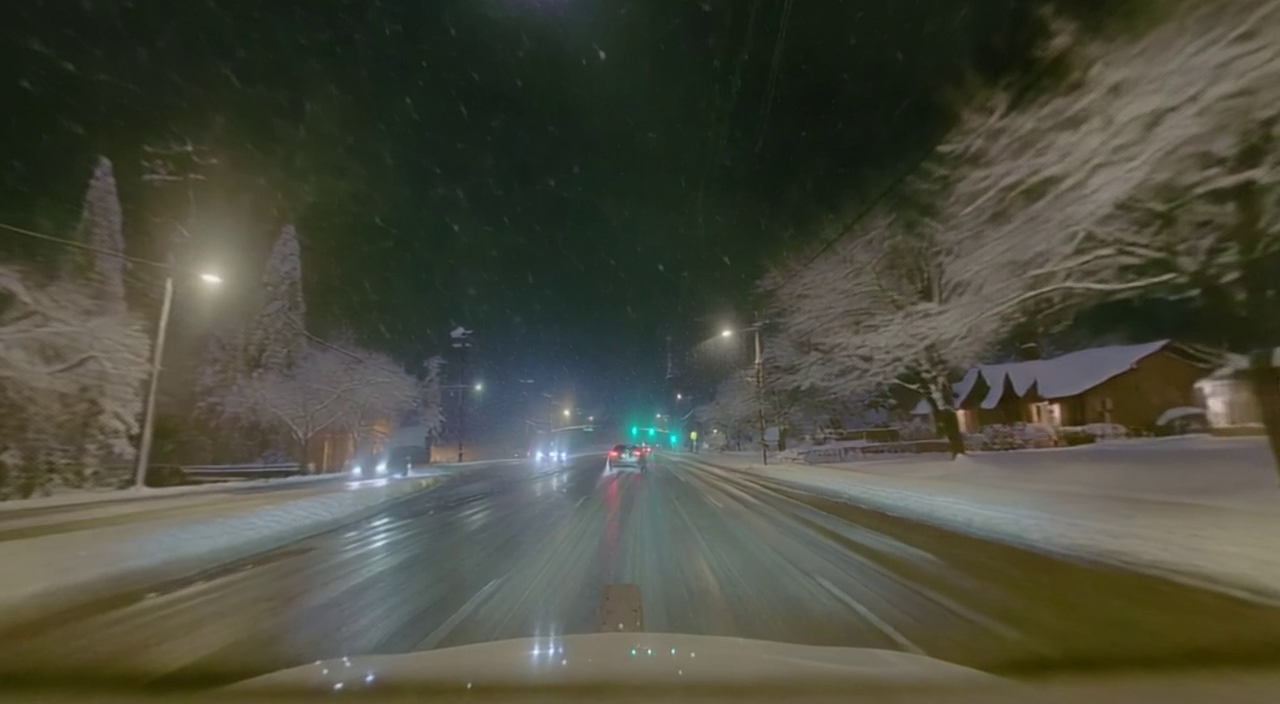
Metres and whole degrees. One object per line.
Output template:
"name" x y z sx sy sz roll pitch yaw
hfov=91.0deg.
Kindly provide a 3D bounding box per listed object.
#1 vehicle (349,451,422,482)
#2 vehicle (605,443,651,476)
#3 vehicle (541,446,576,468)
"vehicle" -13.683 6.153 34.172 1.949 1.517 4.459 0 -9 2
"vehicle" -0.520 5.409 31.920 2.106 1.517 4.375 0 -9 2
"vehicle" -5.831 7.536 45.339 2.014 1.472 4.357 0 -9 -1
